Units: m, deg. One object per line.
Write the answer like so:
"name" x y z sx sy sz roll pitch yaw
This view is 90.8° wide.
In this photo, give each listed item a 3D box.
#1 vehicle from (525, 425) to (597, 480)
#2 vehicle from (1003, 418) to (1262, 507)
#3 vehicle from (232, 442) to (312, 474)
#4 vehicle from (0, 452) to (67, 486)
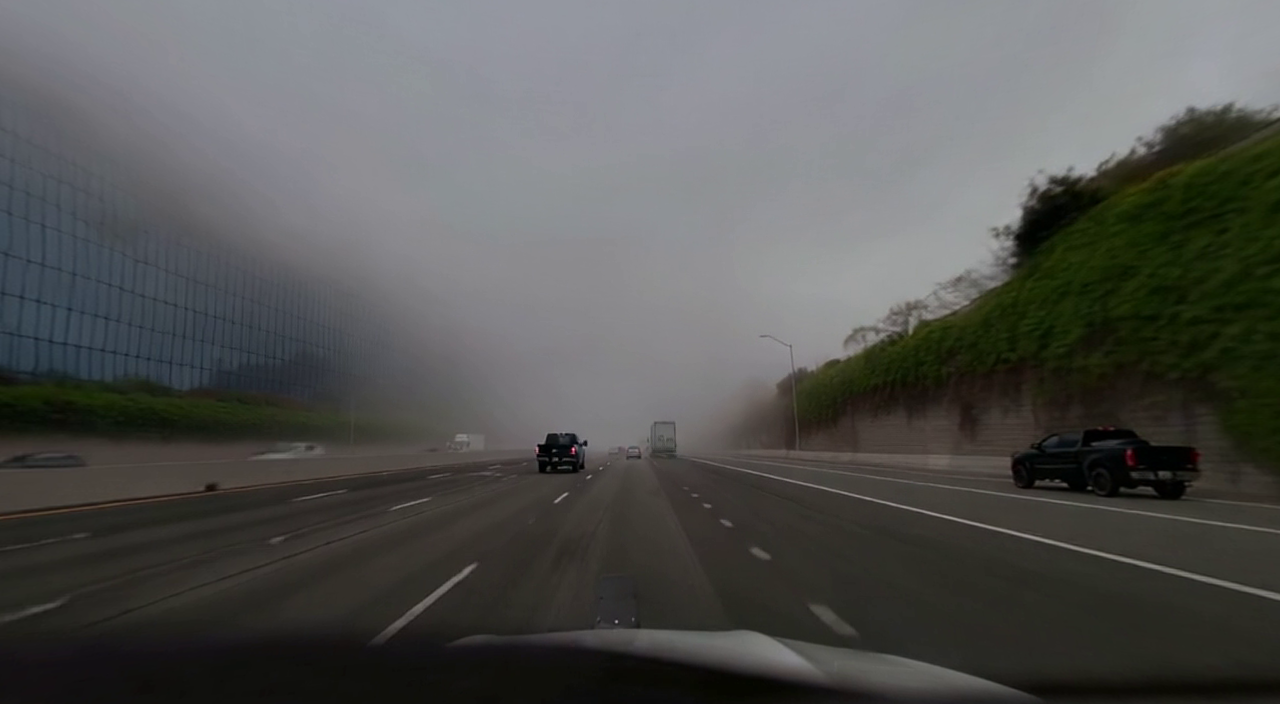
"vehicle" -3.174 4.225 26.633 2.284 2.022 5.752 0 -9 0
"vehicle" 11.449 2.629 15.365 2.089 1.787 5.080 0 -9 -1
"vehicle" -17.412 5.034 30.090 1.676 1.434 3.575 0 -9 0
"vehicle" -29.727 5.491 29.781 1.790 1.483 3.899 0 -9 -2
